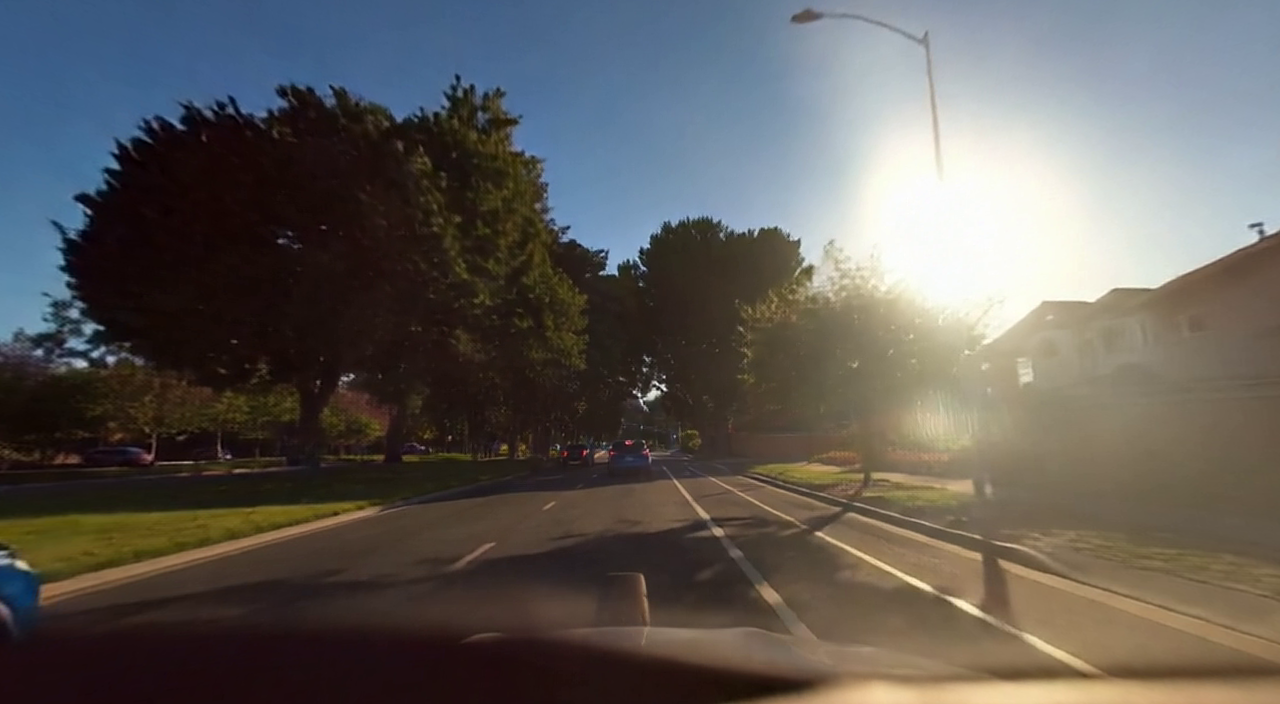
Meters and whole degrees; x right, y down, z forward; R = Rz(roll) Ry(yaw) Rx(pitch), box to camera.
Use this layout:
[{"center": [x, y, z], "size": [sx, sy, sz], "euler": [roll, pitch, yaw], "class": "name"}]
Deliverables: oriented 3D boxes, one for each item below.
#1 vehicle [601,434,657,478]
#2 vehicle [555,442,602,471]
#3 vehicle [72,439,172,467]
[{"center": [-0.412, 4.441, 26.991], "size": [2.220, 1.742, 4.047], "euler": [0, -8, 0], "class": "vehicle"}, {"center": [-3.266, 5.671, 34.338], "size": [2.032, 1.433, 4.458], "euler": [0, -8, 1], "class": "vehicle"}, {"center": [-33.024, 6.471, 40.127], "size": [4.564, 1.717, 1.977], "euler": [0, -9, -1], "class": "vehicle"}]
